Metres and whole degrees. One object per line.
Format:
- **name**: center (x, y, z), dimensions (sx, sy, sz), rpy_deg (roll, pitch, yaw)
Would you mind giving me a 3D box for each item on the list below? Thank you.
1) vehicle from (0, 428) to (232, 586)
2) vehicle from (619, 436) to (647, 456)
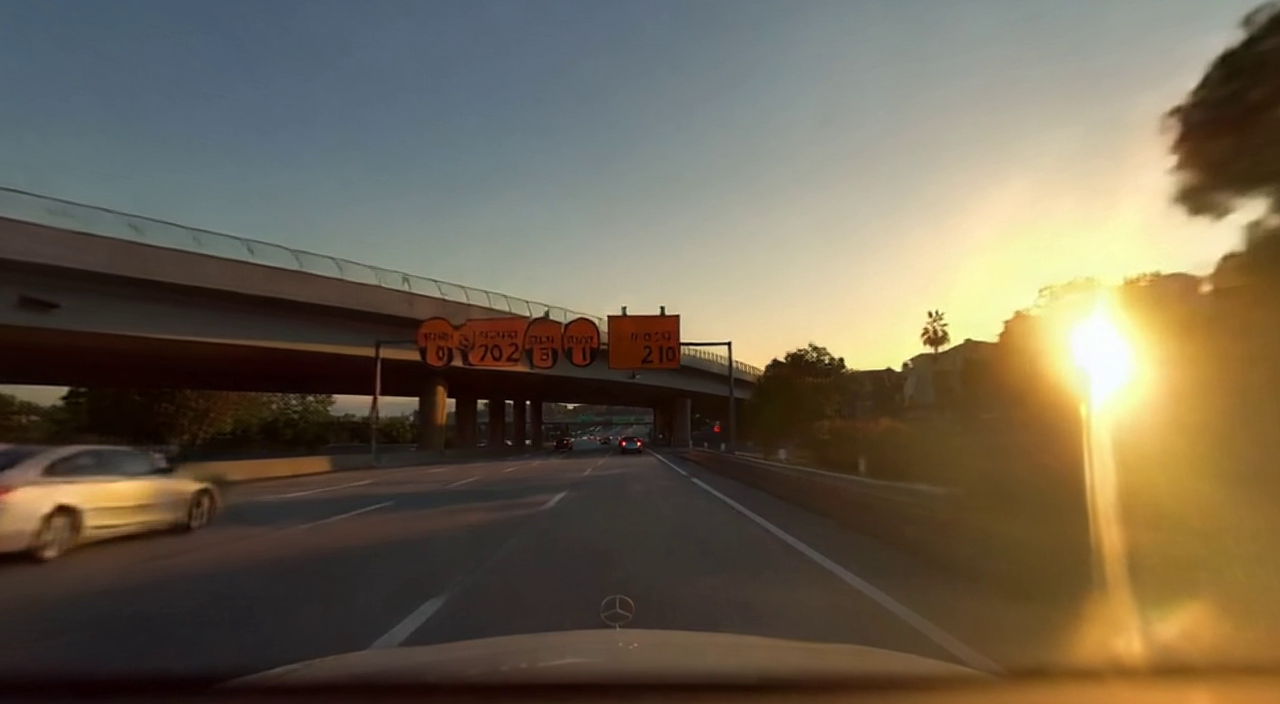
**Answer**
- **vehicle**: center (-7.138, 1.646, 7.112), dimensions (1.939, 1.504, 4.727), rpy_deg (-1, -8, -1)
- **vehicle**: center (-0.571, 7.195, 48.088), dimensions (2.072, 1.440, 3.690), rpy_deg (0, -8, -1)
